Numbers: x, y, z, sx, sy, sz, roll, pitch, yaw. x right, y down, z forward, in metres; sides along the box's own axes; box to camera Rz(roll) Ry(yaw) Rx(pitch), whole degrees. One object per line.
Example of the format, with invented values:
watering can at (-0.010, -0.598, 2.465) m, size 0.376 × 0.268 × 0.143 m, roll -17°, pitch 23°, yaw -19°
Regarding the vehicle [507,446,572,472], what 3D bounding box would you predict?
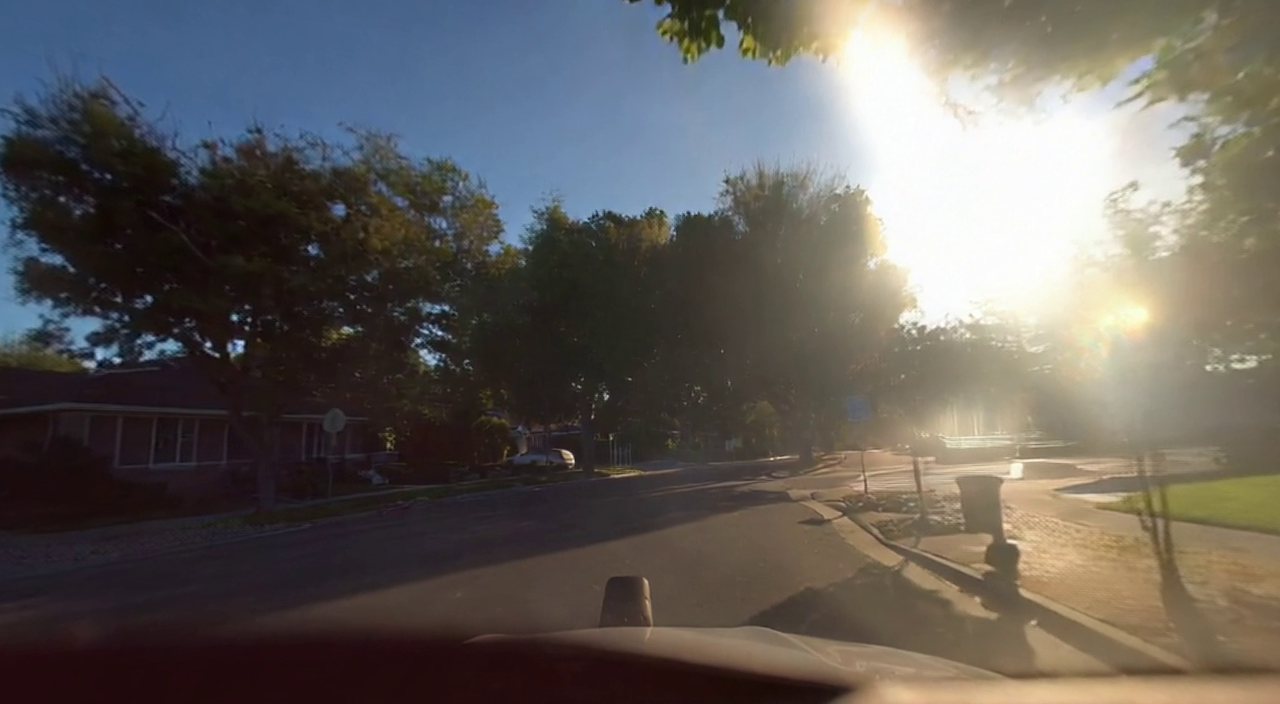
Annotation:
vehicle at (-6.765, 7.250, 42.904) m, size 4.252 × 1.681 × 1.854 m, roll 1°, pitch -8°, yaw -7°
